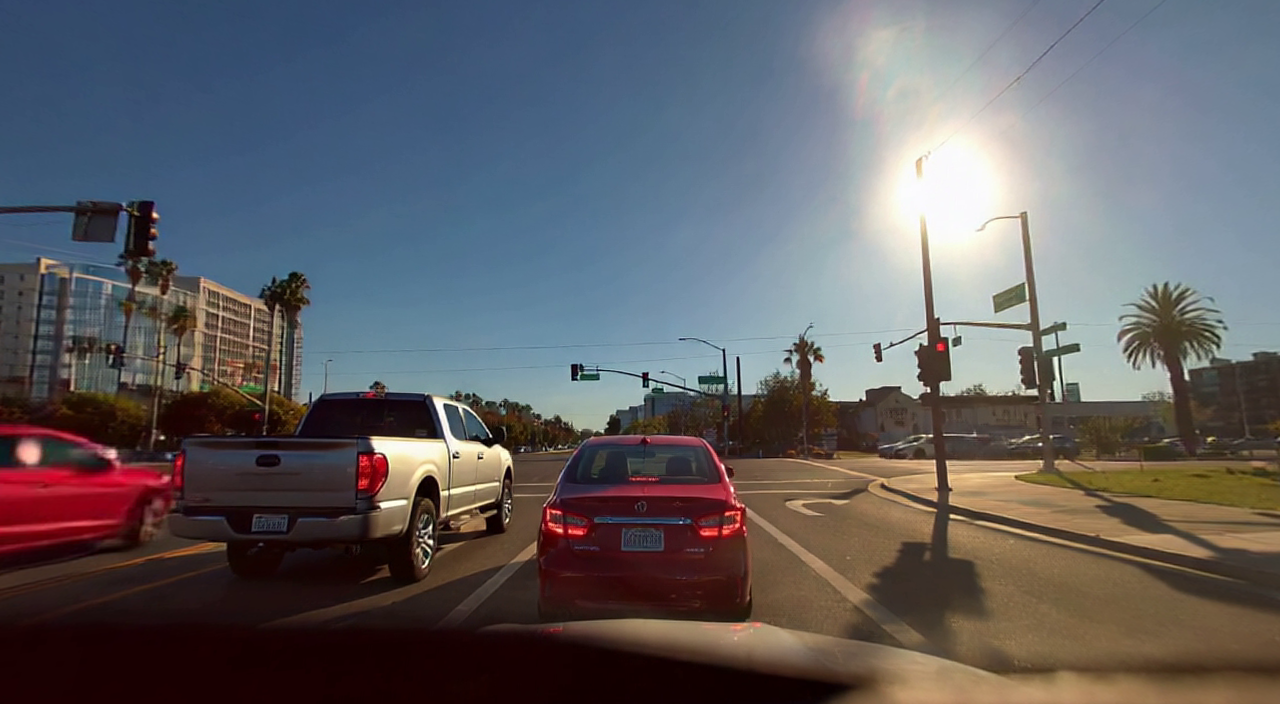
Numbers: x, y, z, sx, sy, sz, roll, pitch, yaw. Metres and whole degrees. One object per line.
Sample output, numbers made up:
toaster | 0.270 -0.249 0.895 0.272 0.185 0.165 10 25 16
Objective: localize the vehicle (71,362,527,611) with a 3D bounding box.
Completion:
vehicle | -3.246 1.475 7.895 2.330 1.969 5.626 -1 -8 3

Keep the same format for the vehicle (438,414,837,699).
vehicle | 0.017 1.400 5.501 2.122 1.501 4.152 0 -8 1

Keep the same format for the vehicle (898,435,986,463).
vehicle | 18.823 6.082 39.293 4.466 1.717 1.963 0 -8 2
